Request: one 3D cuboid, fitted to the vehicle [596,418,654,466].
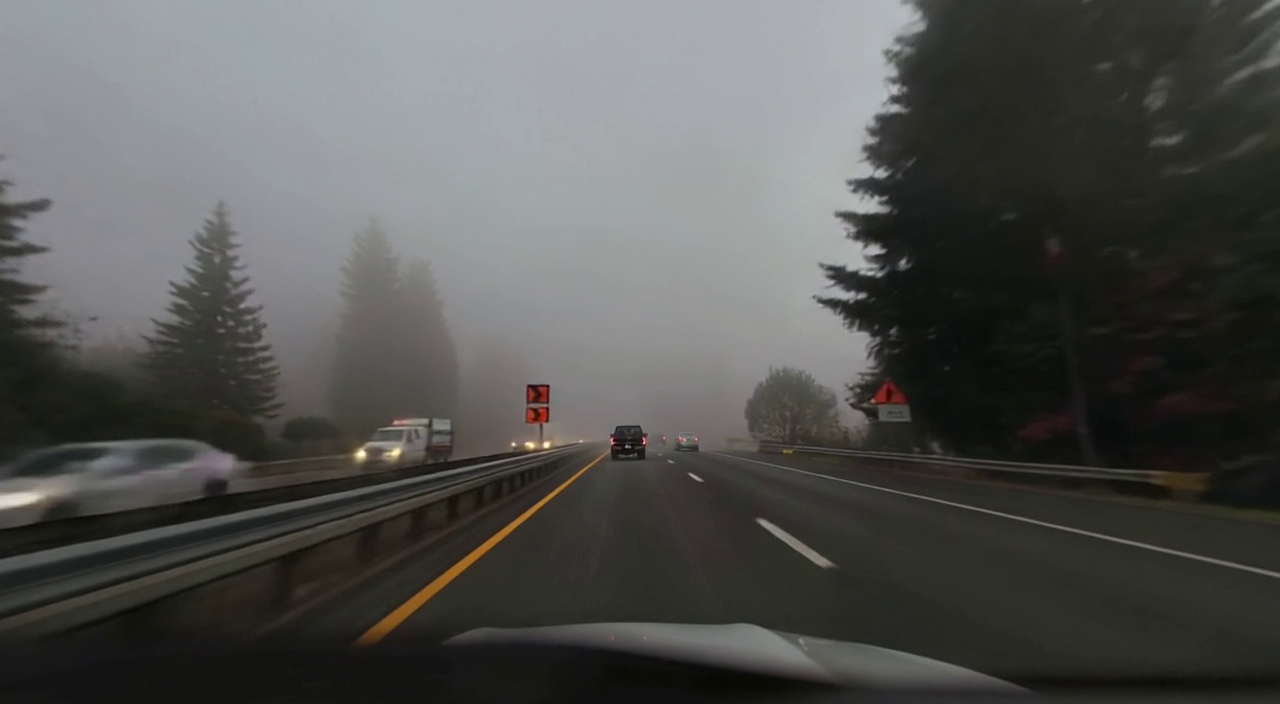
[{"bbox_3d":[-0.695,4.207,29.591,2.503,2.044,4.633,0,-8,-2],"label":"vehicle"}]

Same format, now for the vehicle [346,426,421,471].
[{"bbox_3d":[-13.899,5.243,34.469,2.102,2.299,4.786,0,-8,-1],"label":"vehicle"}]

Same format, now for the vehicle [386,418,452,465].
[{"bbox_3d":[-14.067,5.737,40.417,2.532,2.792,4.713,0,-8,-1],"label":"vehicle"}]

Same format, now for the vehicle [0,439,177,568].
[{"bbox_3d":[-8.961,1.996,8.653,1.903,1.591,4.430,0,-8,-2],"label":"vehicle"}]
